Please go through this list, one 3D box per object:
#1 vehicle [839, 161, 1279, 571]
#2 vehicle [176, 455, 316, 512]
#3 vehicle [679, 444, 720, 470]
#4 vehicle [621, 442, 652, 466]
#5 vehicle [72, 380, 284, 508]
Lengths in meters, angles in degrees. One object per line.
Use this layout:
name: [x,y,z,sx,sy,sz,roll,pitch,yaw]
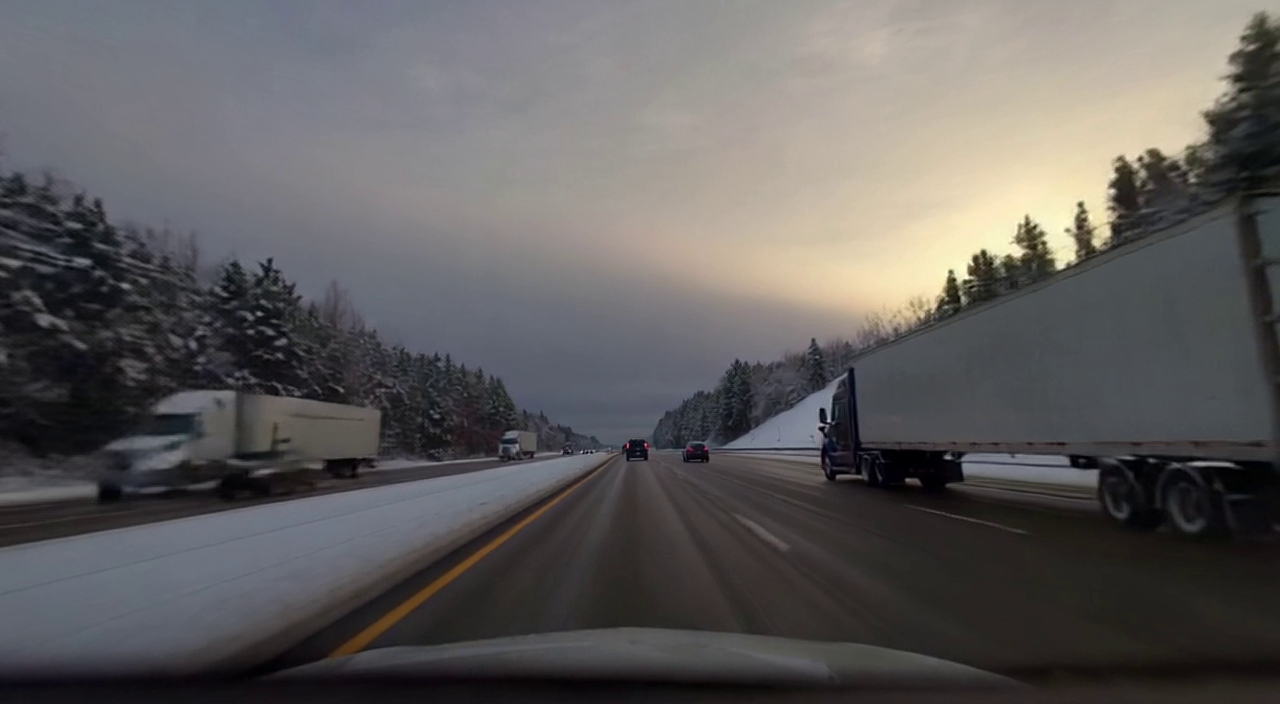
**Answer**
vehicle: [7.818,1.026,12.106,3.044,4.073,14.016,0,-9,-1]
vehicle: [-12.338,4.093,20.025,1.862,1.549,3.996,0,-9,0]
vehicle: [3.627,6.502,39.112,2.025,1.534,4.179,0,-9,-1]
vehicle: [-0.265,7.497,46.337,2.114,1.706,4.106,0,-9,0]
vehicle: [-16.666,3.418,23.422,2.998,4.091,6.130,0,-9,0]
